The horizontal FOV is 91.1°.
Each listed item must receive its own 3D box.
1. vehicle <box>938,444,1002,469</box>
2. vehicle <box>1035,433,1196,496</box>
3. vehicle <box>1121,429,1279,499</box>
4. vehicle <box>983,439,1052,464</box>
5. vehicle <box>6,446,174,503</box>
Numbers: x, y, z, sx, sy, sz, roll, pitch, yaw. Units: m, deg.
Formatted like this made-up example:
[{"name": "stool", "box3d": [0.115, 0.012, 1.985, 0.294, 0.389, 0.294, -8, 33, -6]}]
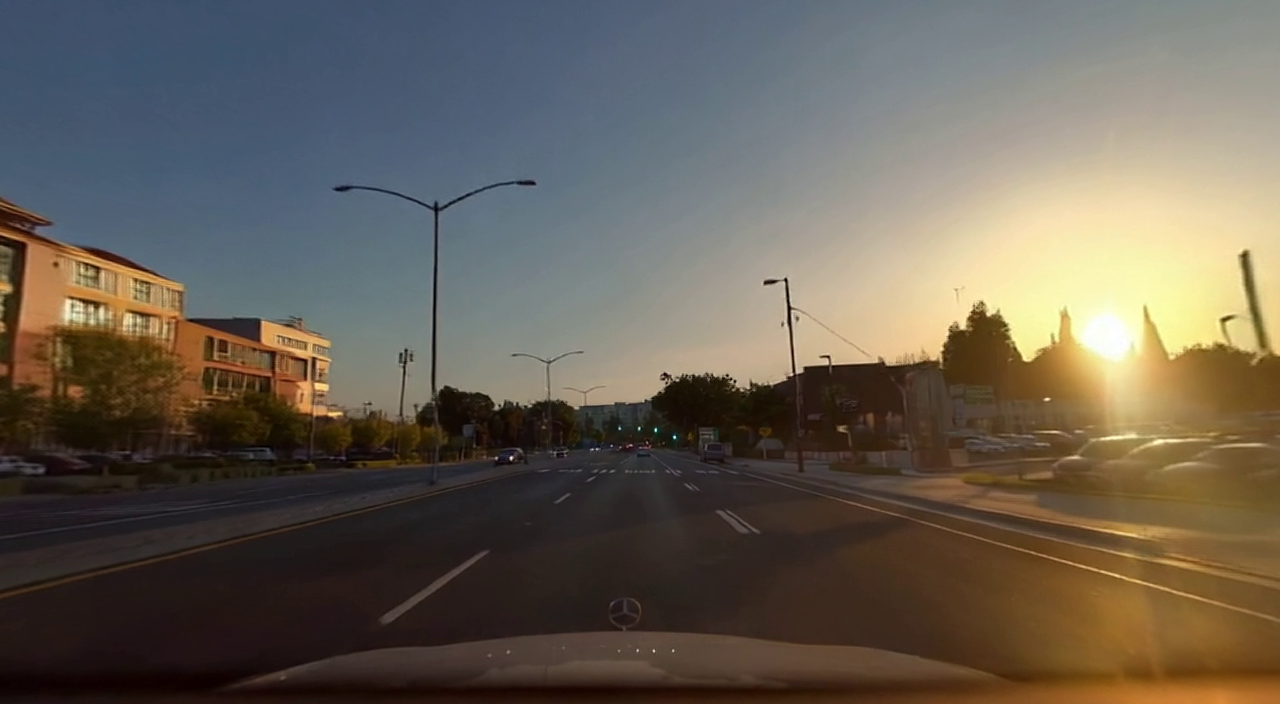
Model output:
[{"name": "vehicle", "box3d": [23.041, 7.280, 44.034, 2.025, 1.586, 4.486, 0, -8, 1]}, {"name": "vehicle", "box3d": [15.975, 3.703, 21.101, 4.804, 1.890, 2.247, 4, -10, -26]}, {"name": "vehicle", "box3d": [16.535, 3.169, 18.106, 4.543, 1.768, 2.234, 4, -9, -26]}, {"name": "vehicle", "box3d": [25.951, 6.827, 43.356, 1.908, 1.617, 4.452, 0, -9, -2]}, {"name": "vehicle", "box3d": [-19.939, 4.415, 23.115, 2.043, 1.827, 4.547, -1, -9, 0]}]
